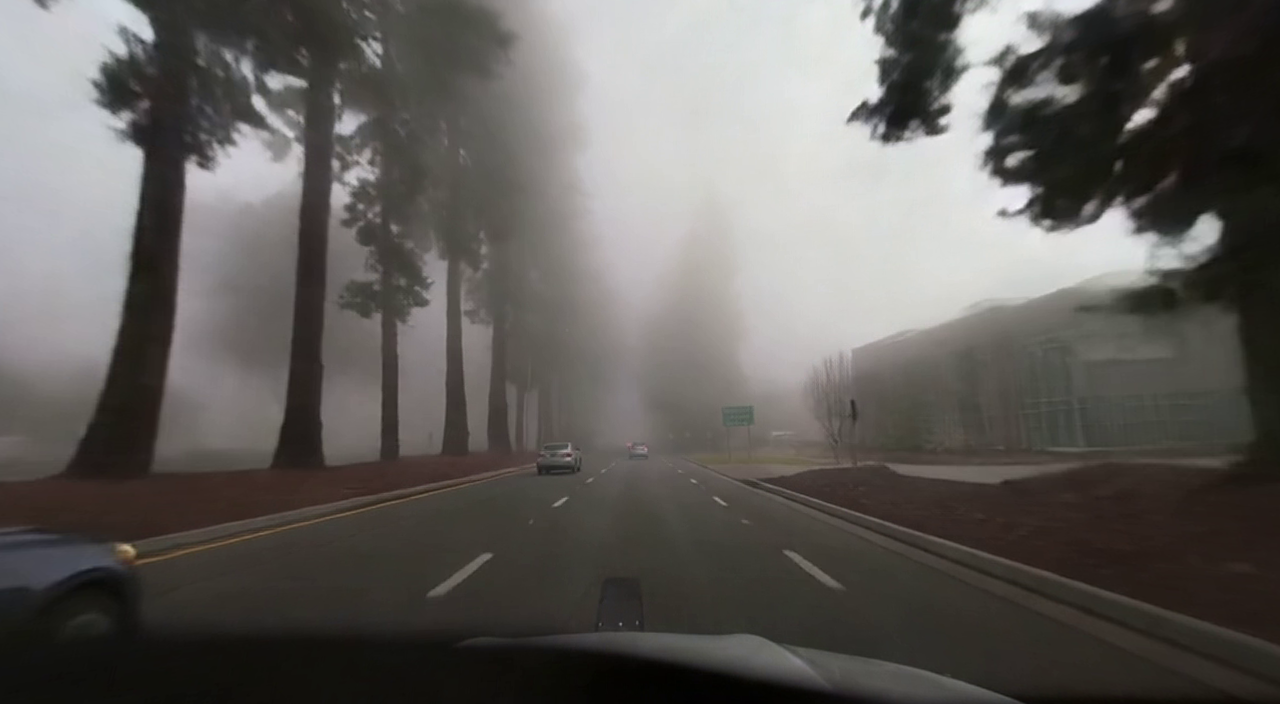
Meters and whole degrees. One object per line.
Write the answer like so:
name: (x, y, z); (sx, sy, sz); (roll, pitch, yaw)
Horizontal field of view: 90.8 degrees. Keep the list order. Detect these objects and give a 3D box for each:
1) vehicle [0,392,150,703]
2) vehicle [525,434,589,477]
vehicle: (-3.465, 0.687, 0.989); (1.862, 1.478, 4.369); (0, -8, 0)
vehicle: (-3.253, 4.144, 25.486); (1.942, 1.588, 4.172); (0, -8, 1)
